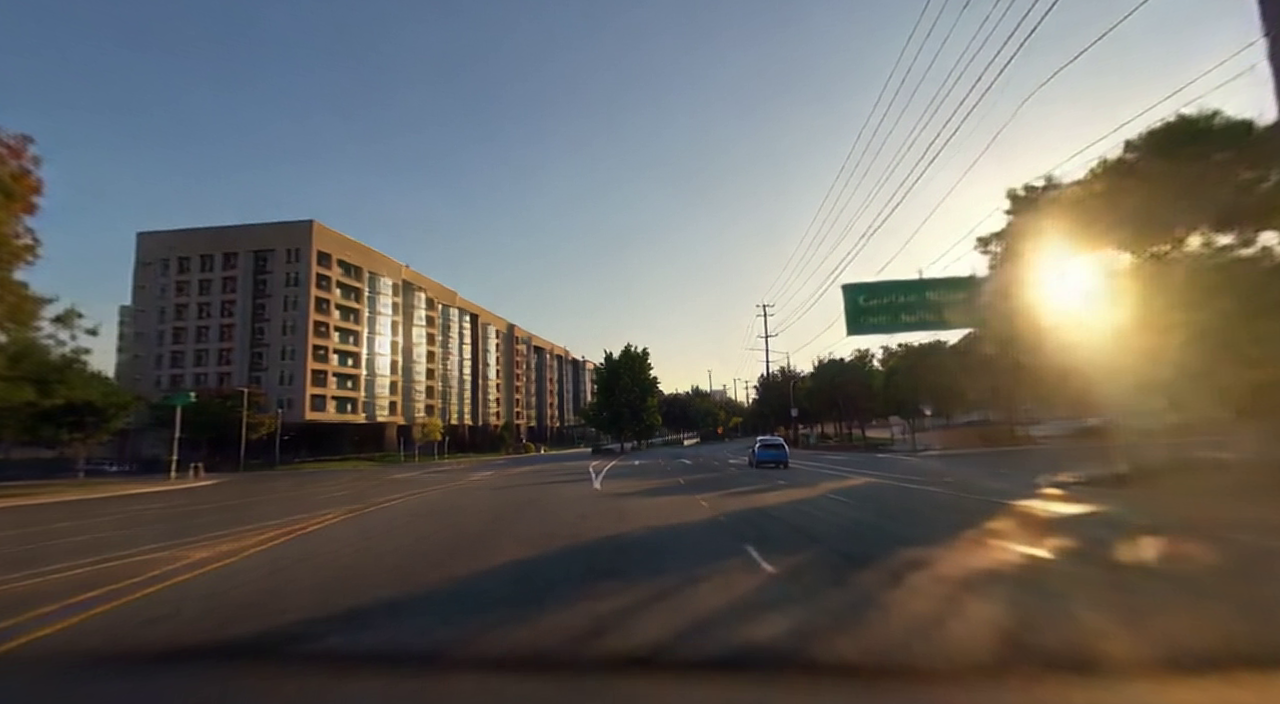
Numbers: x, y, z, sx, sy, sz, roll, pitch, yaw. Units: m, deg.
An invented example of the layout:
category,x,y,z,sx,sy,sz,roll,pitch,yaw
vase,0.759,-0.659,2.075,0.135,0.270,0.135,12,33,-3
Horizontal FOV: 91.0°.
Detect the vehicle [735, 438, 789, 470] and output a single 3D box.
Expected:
category,x,y,z,sx,sy,sz,roll,pitch,yaw
vehicle,6.020,5.060,31.390,1.908,1.476,3.880,0,-9,0
